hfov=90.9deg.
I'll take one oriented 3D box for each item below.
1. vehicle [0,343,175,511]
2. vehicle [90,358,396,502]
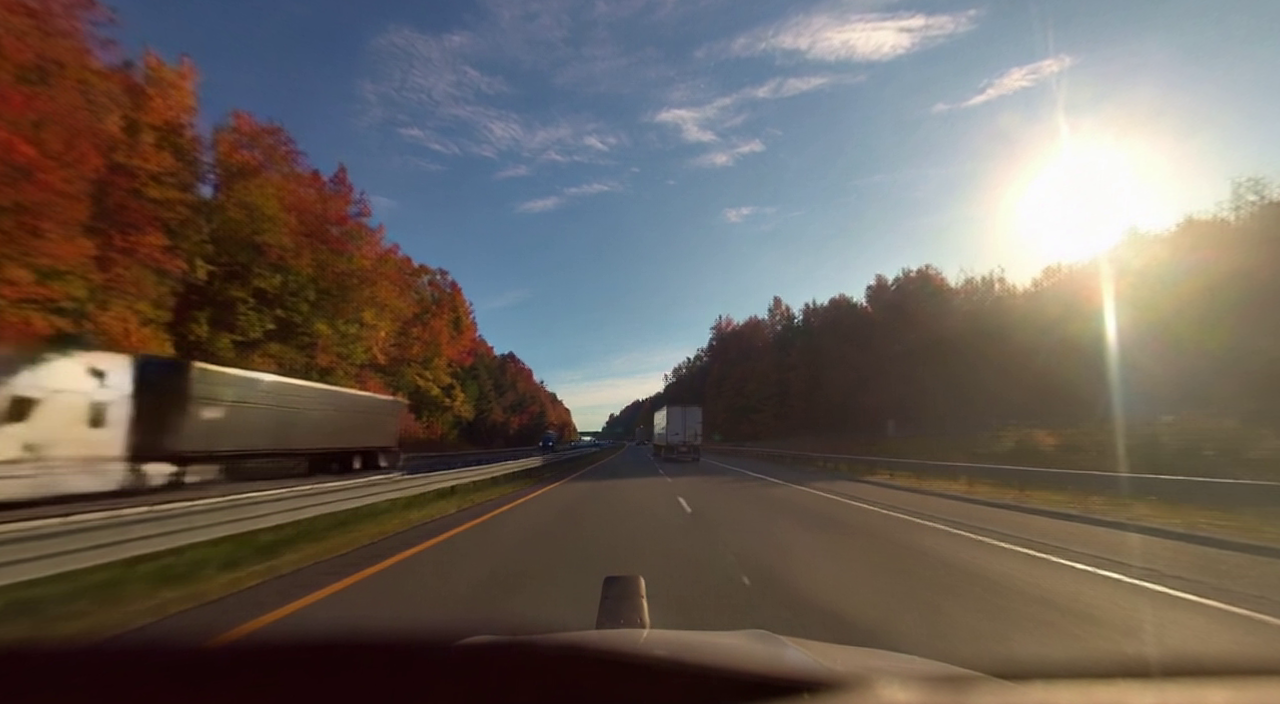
[{"bbox_3d":[-13.909,1.742,14.697,3.618,3.504,2.875,0,-8,1],"label":"vehicle"},{"bbox_3d":[-13.857,3.193,24.783,2.963,4.037,14.038,0,-8,0],"label":"vehicle"}]
